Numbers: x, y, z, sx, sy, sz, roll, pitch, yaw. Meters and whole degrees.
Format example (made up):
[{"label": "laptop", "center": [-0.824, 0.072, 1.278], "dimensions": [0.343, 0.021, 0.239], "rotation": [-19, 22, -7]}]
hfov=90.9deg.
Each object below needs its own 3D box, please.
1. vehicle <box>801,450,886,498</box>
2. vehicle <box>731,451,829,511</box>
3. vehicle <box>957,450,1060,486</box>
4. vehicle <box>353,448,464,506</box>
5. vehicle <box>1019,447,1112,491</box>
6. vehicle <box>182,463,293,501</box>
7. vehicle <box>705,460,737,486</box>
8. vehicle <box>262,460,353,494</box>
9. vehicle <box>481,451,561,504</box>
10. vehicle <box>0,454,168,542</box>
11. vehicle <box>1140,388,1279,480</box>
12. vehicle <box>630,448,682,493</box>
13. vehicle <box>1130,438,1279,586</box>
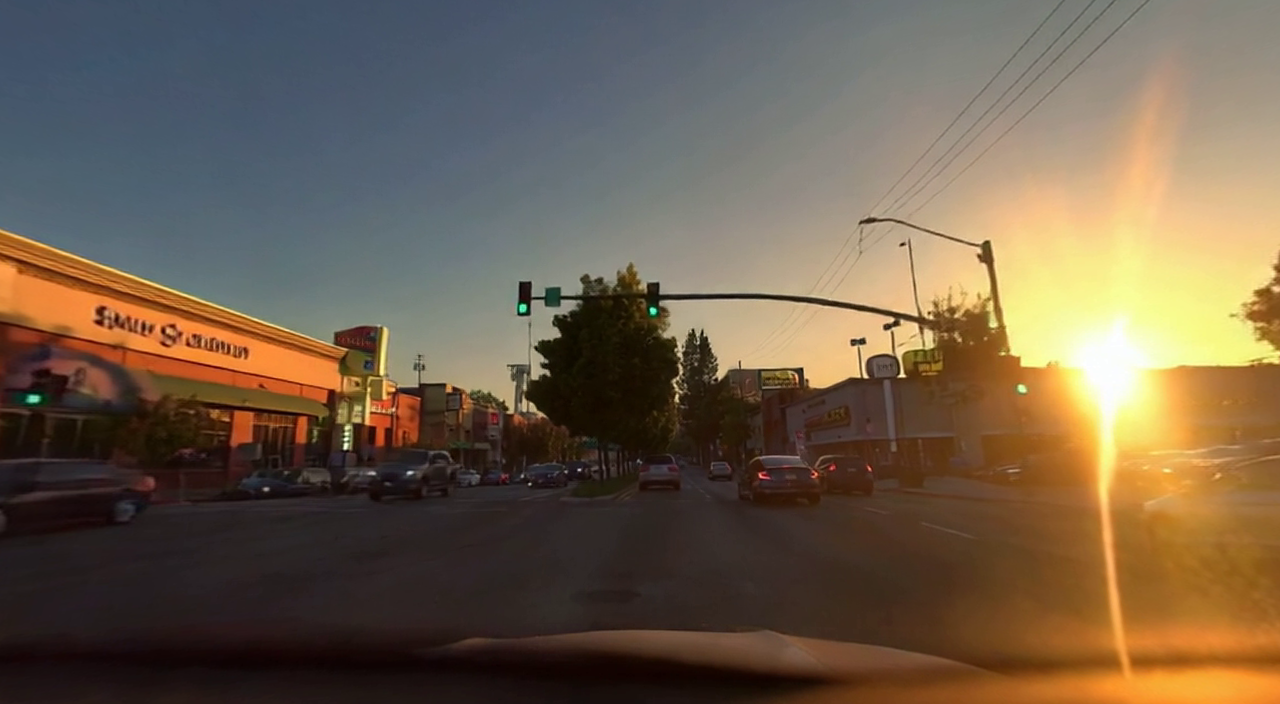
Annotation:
[{"label": "vehicle", "center": [8.175, 4.887, 25.768], "dimensions": [2.040, 1.738, 4.414], "rotation": [0, -8, 1]}, {"label": "vehicle", "center": [3.972, 3.710, 18.738], "dimensions": [1.963, 1.484, 4.609], "rotation": [0, -8, 1]}, {"label": "vehicle", "center": [16.663, 5.177, 28.412], "dimensions": [4.964, 1.453, 2.184], "rotation": [7, -11, -37]}, {"label": "vehicle", "center": [-8.083, 4.355, 22.572], "dimensions": [2.065, 1.805, 4.668], "rotation": [0, -8, 2]}, {"label": "vehicle", "center": [16.497, 4.439, 24.349], "dimensions": [4.373, 1.399, 2.052], "rotation": [7, -10, -44]}, {"label": "vehicle", "center": [-18.520, 5.984, 29.334], "dimensions": [2.125, 1.484, 4.832], "rotation": [-1, -9, -3]}, {"label": "vehicle", "center": [5.979, 8.948, 46.986], "dimensions": [2.036, 1.719, 4.318], "rotation": [0, -8, 2]}, {"label": "vehicle", "center": [-18.142, 6.825, 34.738], "dimensions": [2.173, 1.695, 4.938], "rotation": [0, -9, 2]}, {"label": "vehicle", "center": [-4.399, 4.678, 24.044], "dimensions": [2.041, 1.494, 4.647], "rotation": [-3, -6, 1]}, {"label": "vehicle", "center": [-11.938, 2.753, 12.289], "dimensions": [1.871, 1.453, 4.575], "rotation": [0, -8, 1]}, {"label": "vehicle", "center": [18.113, 2.629, 20.141], "dimensions": [2.521, 2.491, 5.455], "rotation": [-7, -9, 32]}, {"label": "vehicle", "center": [0.771, 5.396, 29.155], "dimensions": [2.210, 1.861, 4.280], "rotation": [-1, -8, 3]}, {"label": "vehicle", "center": [7.361, 1.541, 5.887], "dimensions": [1.911, 1.466, 4.572], "rotation": [0, -8, 0]}]
